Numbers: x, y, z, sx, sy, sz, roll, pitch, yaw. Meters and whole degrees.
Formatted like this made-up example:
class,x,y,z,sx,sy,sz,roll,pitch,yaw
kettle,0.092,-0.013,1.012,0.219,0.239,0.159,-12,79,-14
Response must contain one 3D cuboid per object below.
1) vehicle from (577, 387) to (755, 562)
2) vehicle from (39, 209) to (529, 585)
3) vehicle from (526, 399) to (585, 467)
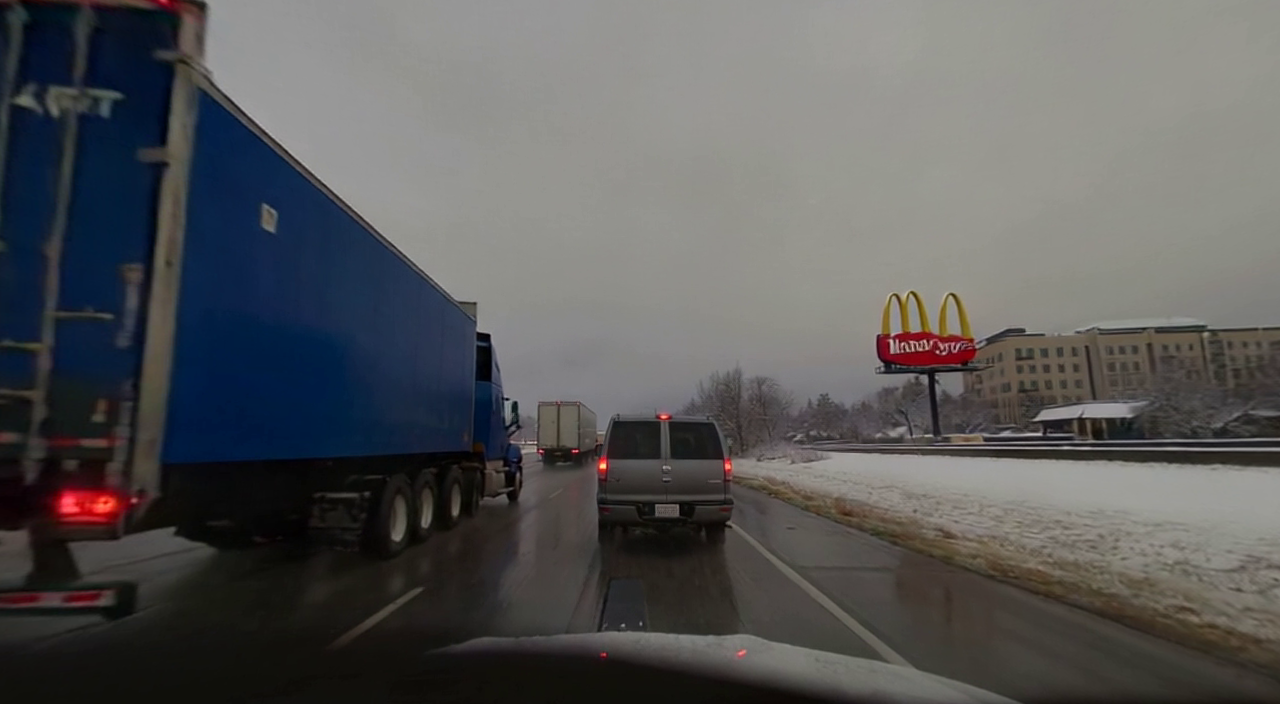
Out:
class,x,y,z,sx,sy,sz,roll,pitch,yaw
vehicle,0.196,1.650,9.041,1.947,1.910,4.040,0,-9,-3
vehicle,-3.971,0.980,10.111,2.814,3.513,8.529,0,-9,0
vehicle,-4.896,5.007,38.178,2.617,3.604,9.499,0,-9,-2
